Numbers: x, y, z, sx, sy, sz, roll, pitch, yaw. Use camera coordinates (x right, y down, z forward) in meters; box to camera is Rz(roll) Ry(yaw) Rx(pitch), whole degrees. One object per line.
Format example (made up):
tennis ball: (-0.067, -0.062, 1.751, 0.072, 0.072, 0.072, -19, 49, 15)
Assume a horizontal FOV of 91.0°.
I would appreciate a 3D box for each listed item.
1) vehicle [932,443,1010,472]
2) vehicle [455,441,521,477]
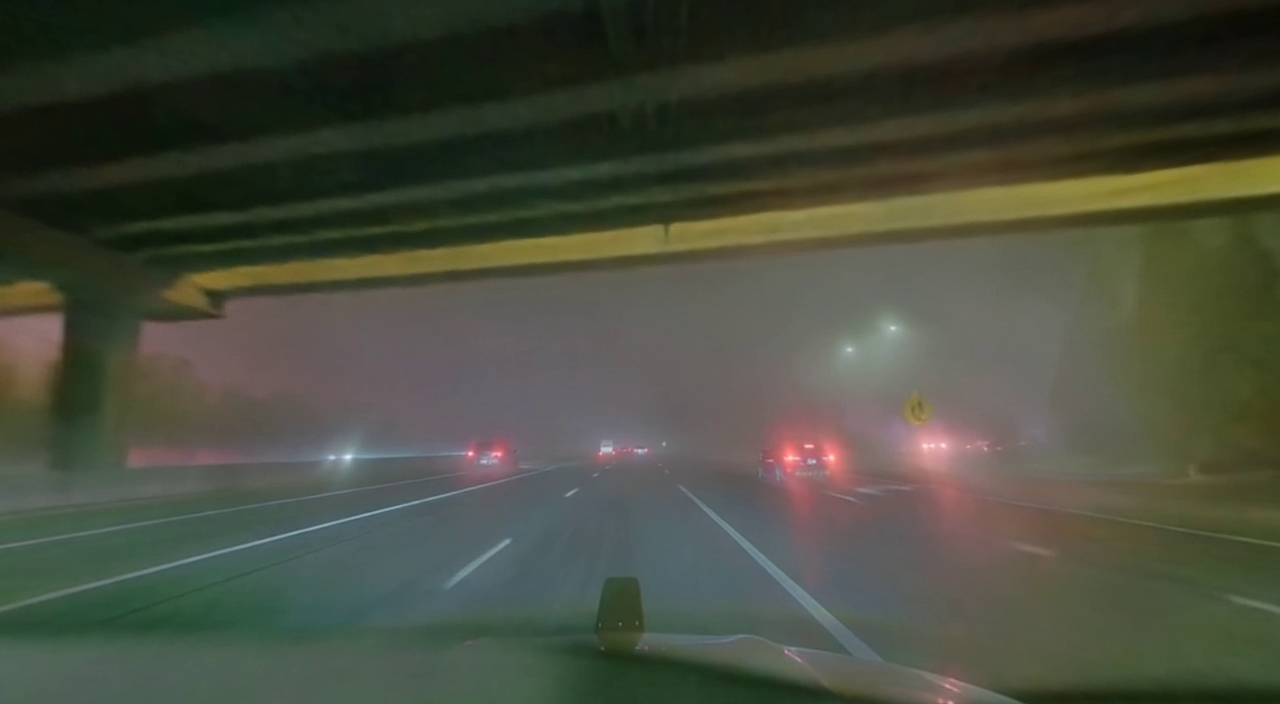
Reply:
vehicle: (18.670, 5.958, 35.808, 1.989, 1.529, 4.791, 0, -9, 2)
vehicle: (-6.967, 4.935, 29.297, 1.985, 1.513, 4.172, 0, -9, 1)
